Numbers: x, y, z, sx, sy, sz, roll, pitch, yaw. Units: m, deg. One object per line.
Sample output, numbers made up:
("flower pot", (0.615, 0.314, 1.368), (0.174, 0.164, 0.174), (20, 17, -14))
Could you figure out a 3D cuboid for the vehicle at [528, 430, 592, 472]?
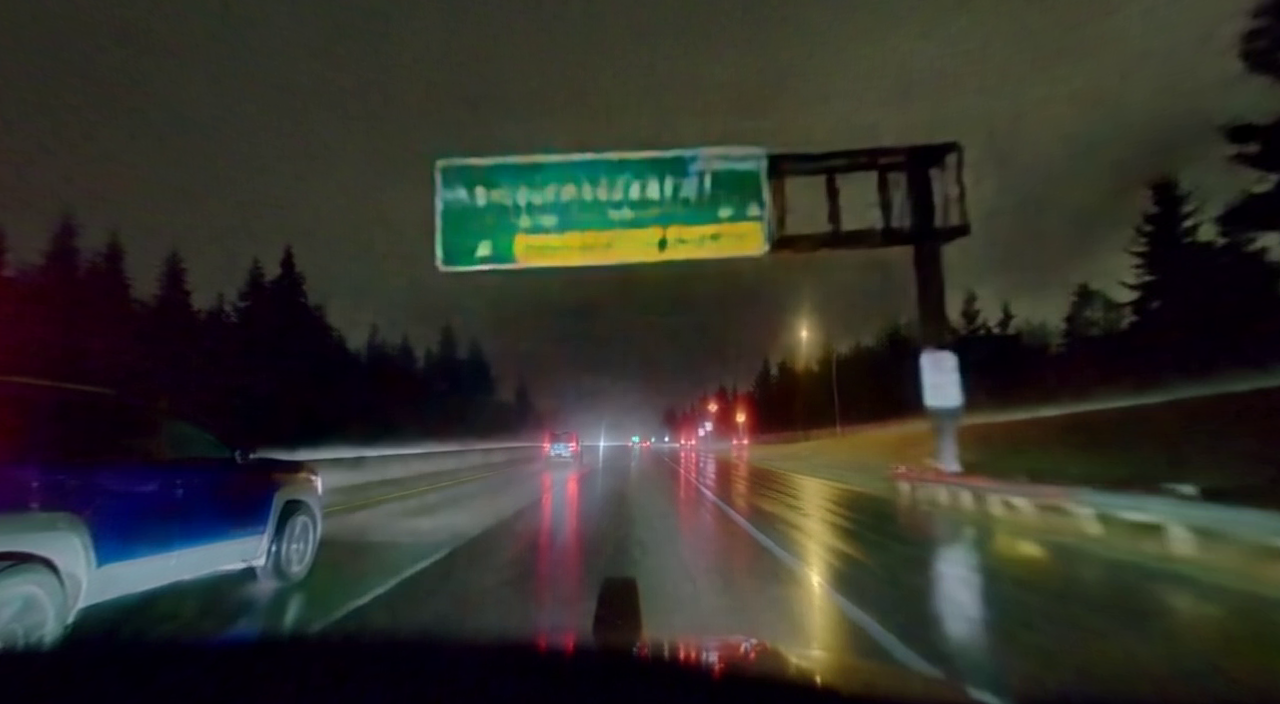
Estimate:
("vehicle", (-3.379, 4.291, 27.347), (2.125, 1.662, 4.336), (0, -8, 1))
